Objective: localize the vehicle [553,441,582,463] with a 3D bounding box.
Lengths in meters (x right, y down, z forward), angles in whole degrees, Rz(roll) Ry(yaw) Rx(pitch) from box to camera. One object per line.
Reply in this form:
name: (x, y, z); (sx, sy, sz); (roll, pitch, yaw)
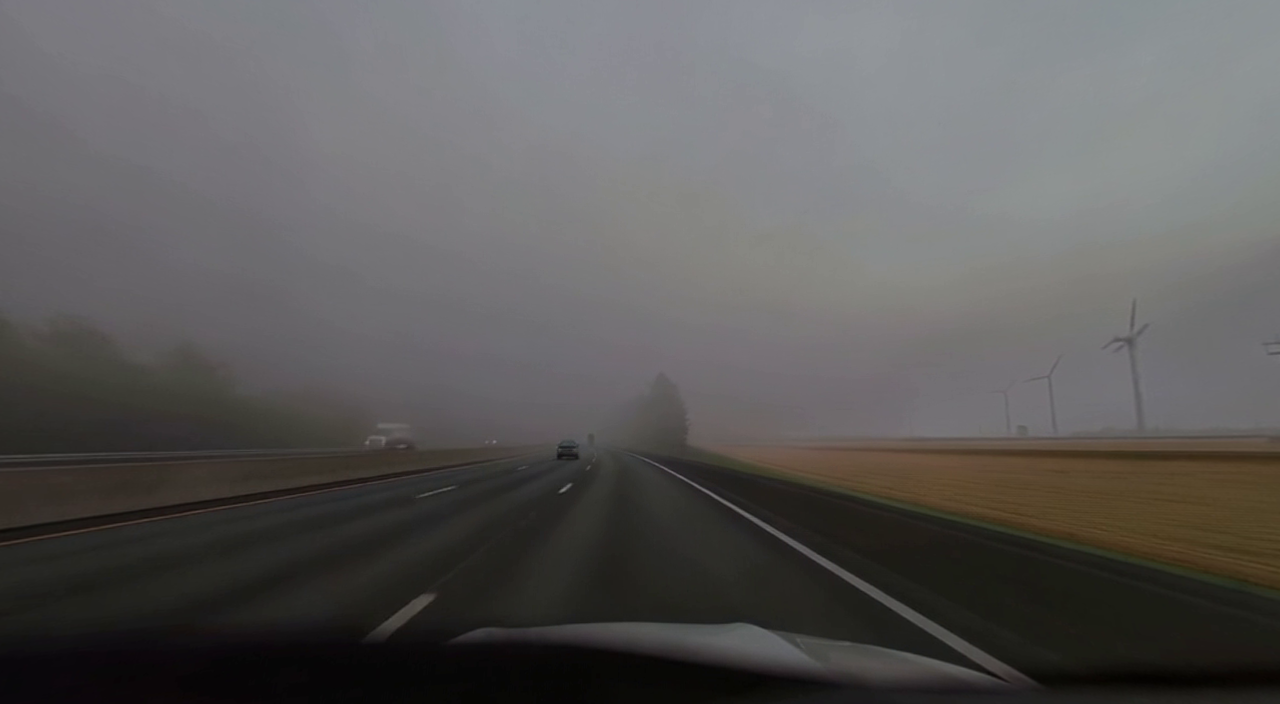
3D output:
vehicle: (-5.587, 7.767, 49.036); (2.053, 1.549, 4.097); (0, -8, -3)
